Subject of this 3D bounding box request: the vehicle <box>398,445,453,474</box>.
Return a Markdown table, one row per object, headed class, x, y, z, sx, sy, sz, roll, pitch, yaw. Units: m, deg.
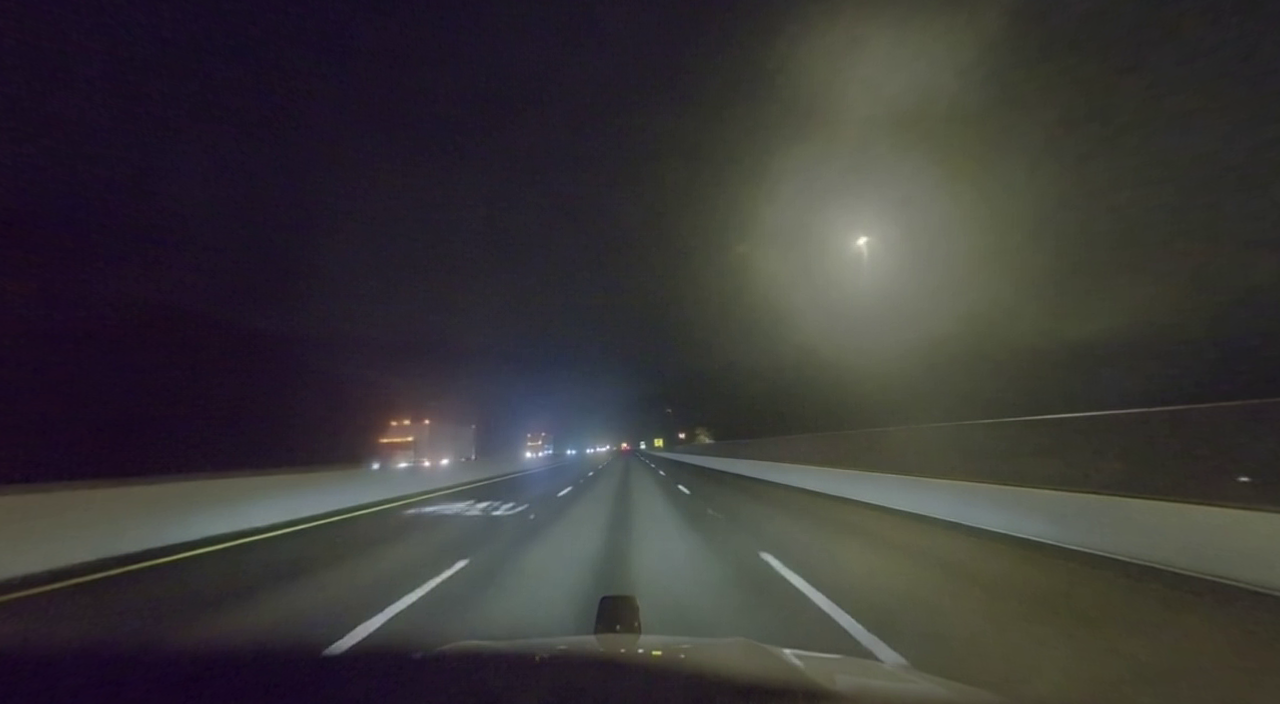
| class | x | y | z | sx | sy | sz | roll | pitch | yaw |
| --- | --- | --- | --- | --- | --- | --- | --- | --- | --- |
| vehicle | -13.204 | 6.623 | 38.827 | 1.944 | 1.607 | 4.344 | 0 | -9 | -2 |
